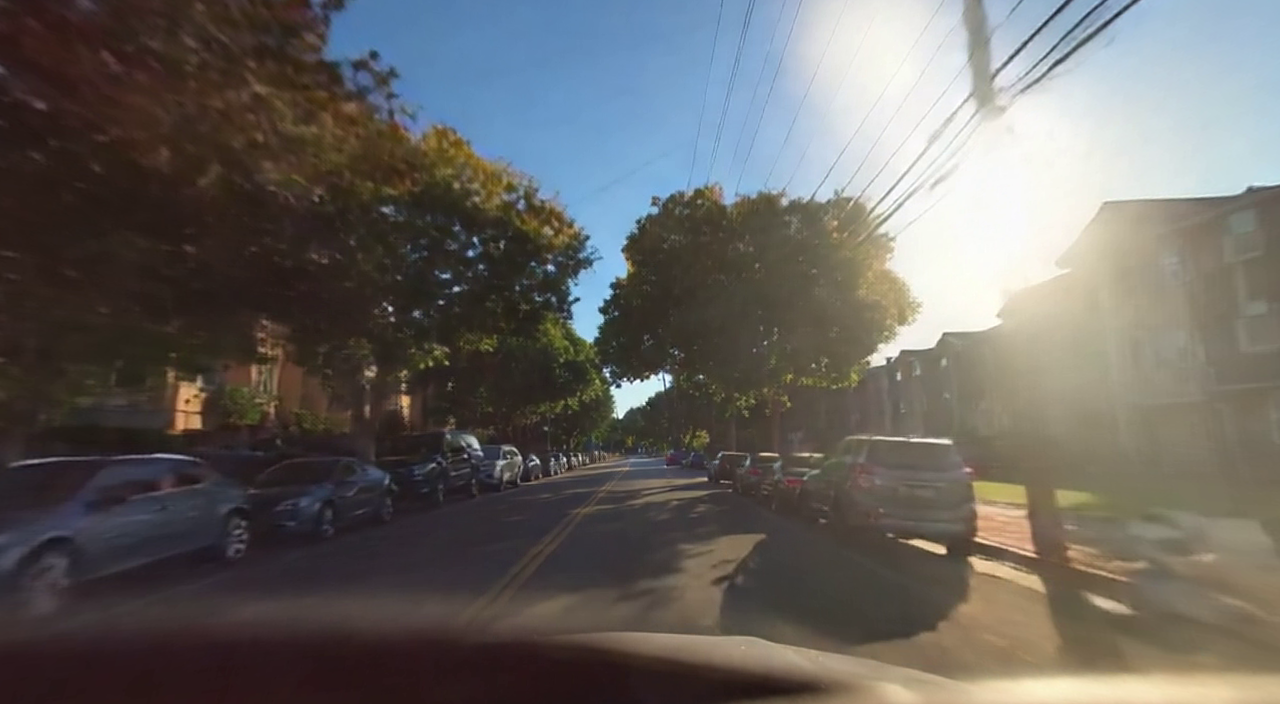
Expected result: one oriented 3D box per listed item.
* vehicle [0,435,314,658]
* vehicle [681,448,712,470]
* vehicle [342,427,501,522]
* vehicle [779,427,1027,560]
[{"bbox_3d":[-6.093,1.859,7.102,2.247,1.698,4.944,-3,-7,-1],"label":"vehicle"},{"bbox_3d":[4.242,8.116,47.775,1.883,1.527,3.828,0,-9,-1],"label":"vehicle"},{"bbox_3d":[-6.039,3.379,18.432,2.376,2.219,6.021,-2,-7,2],"label":"vehicle"},{"bbox_3d":[3.957,2.200,10.499,2.328,1.730,4.225,0,-9,0],"label":"vehicle"}]
